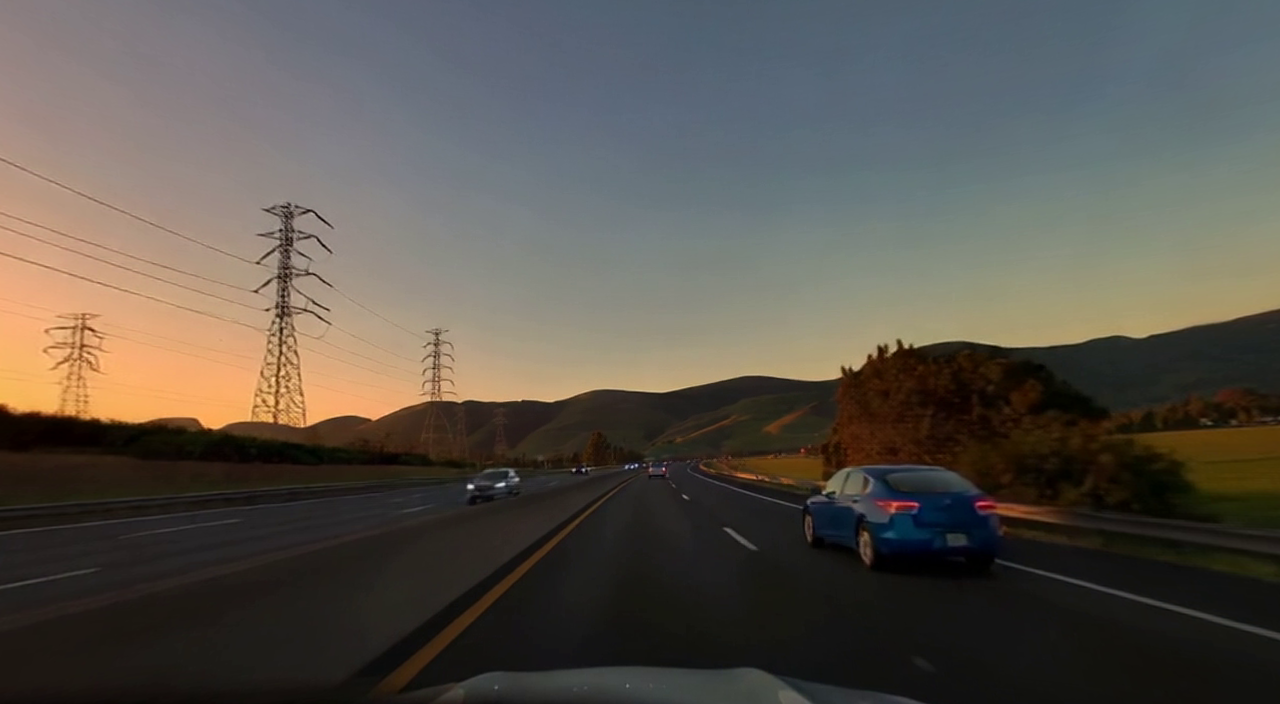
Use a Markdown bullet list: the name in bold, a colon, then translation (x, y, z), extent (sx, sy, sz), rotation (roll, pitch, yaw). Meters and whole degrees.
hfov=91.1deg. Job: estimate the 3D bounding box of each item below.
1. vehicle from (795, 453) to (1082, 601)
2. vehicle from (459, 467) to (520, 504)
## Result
- **vehicle**: translation (3.674, 2.226, 8.702), extent (1.985, 1.521, 3.904), rotation (1, -10, -1)
- **vehicle**: translation (-7.291, 6.515, 30.849), extent (1.919, 1.640, 4.120), rotation (1, -10, 1)
